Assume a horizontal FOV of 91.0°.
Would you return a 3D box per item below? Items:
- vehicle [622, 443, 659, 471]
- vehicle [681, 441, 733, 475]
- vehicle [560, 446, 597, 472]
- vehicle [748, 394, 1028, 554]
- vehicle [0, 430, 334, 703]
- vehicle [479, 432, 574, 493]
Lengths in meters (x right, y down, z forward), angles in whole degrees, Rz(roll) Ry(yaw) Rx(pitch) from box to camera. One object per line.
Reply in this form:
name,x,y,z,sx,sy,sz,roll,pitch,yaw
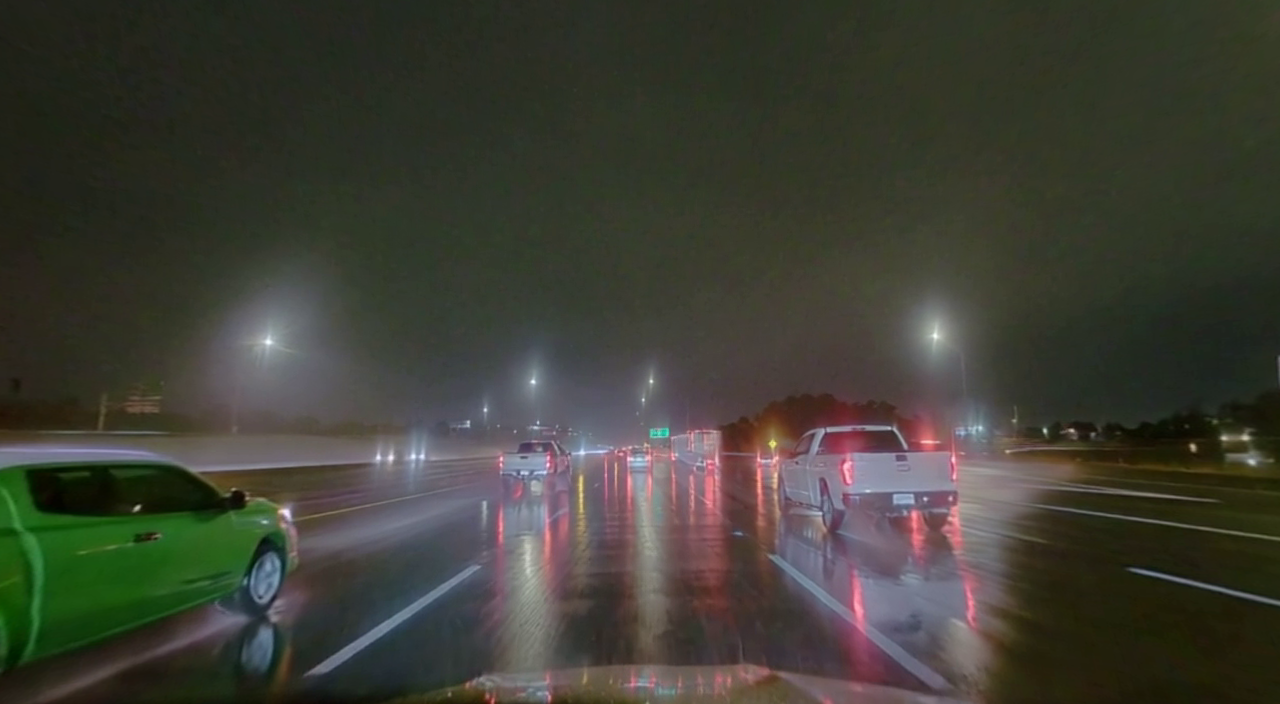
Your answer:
vehicle,0.014,6.326,38.243,2.147,1.572,4.094,0,-9,0
vehicle,3.396,5.501,32.812,2.145,1.636,4.437,1,-9,-2
vehicle,-3.688,6.505,38.601,1.907,1.484,3.954,0,-9,-1
vehicle,3.490,1.898,10.477,2.340,1.925,5.529,0,-9,-1
vehicle,-3.865,1.187,3.646,1.947,1.424,4.264,0,-9,1
vehicle,-3.664,3.688,21.353,2.176,1.783,4.799,0,-9,2
